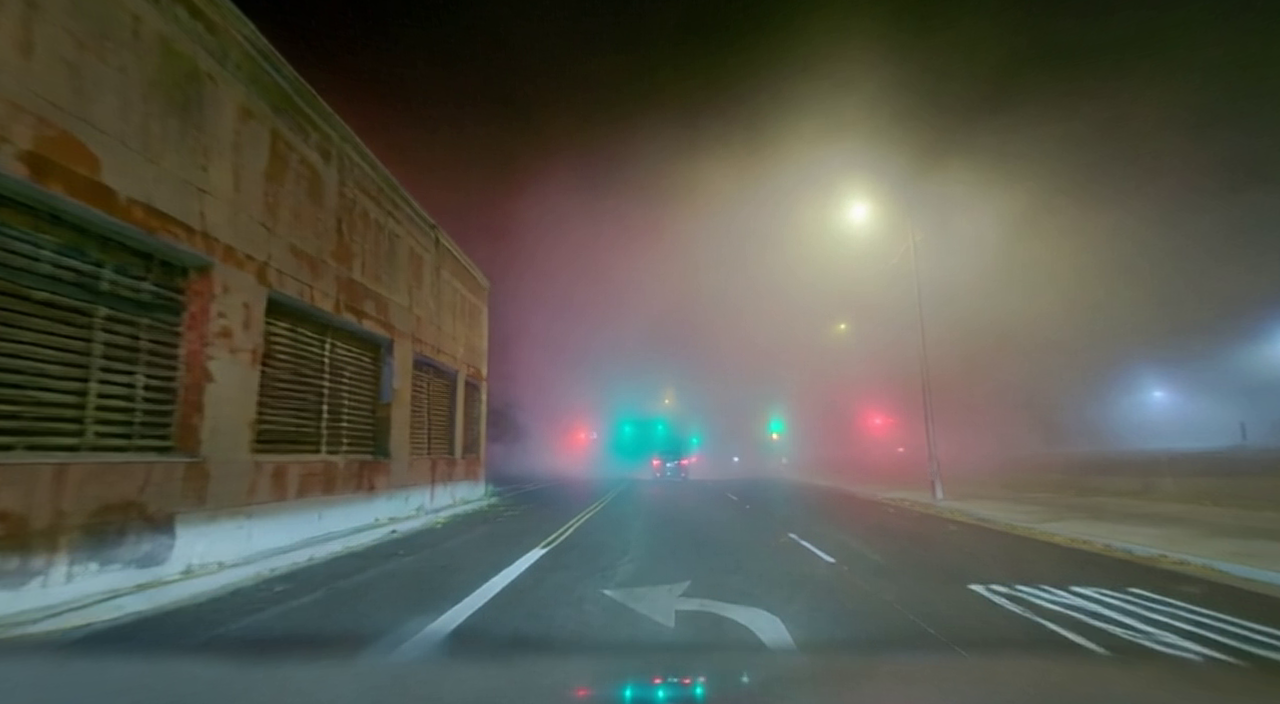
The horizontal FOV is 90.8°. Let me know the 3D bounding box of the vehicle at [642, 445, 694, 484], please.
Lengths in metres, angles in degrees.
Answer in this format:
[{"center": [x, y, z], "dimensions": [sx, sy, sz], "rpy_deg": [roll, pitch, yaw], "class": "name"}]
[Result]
[{"center": [1.292, 5.230, 29.577], "dimensions": [2.218, 1.657, 4.551], "rpy_deg": [-1, -9, 2], "class": "vehicle"}]
